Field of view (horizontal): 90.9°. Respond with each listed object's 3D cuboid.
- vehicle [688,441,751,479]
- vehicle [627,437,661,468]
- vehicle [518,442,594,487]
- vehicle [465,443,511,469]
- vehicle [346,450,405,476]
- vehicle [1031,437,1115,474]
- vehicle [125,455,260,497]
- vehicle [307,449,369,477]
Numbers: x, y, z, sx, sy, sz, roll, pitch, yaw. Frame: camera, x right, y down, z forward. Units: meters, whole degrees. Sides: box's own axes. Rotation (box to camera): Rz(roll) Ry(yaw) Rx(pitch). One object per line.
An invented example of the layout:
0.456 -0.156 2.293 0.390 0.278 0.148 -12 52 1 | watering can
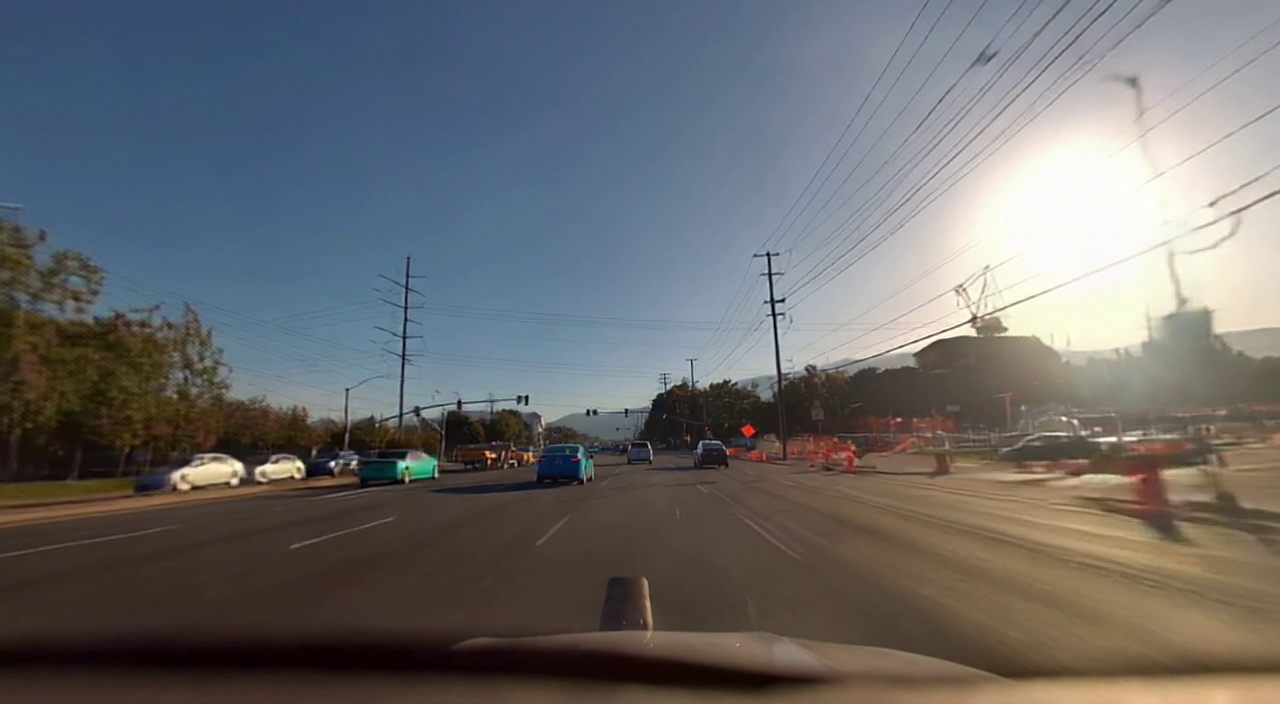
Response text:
3.320 4.630 27.246 2.142 1.475 4.565 0 -9 0 | vehicle
0.251 6.300 39.672 2.060 1.845 4.151 0 -8 1 | vehicle
-2.978 4.119 23.532 2.087 1.480 4.825 0 -9 1 | vehicle
-9.536 6.518 39.781 1.774 1.535 3.828 0 -9 3 | vehicle
-17.315 7.266 41.512 1.813 1.513 4.457 0 -9 2 | vehicle
19.273 4.552 27.961 4.677 1.466 1.928 8 -11 -42 | vehicle
-17.566 4.861 25.100 1.924 1.446 4.625 0 -9 1 | vehicle
-20.953 7.684 43.940 1.977 1.760 4.569 0 -9 1 | vehicle
